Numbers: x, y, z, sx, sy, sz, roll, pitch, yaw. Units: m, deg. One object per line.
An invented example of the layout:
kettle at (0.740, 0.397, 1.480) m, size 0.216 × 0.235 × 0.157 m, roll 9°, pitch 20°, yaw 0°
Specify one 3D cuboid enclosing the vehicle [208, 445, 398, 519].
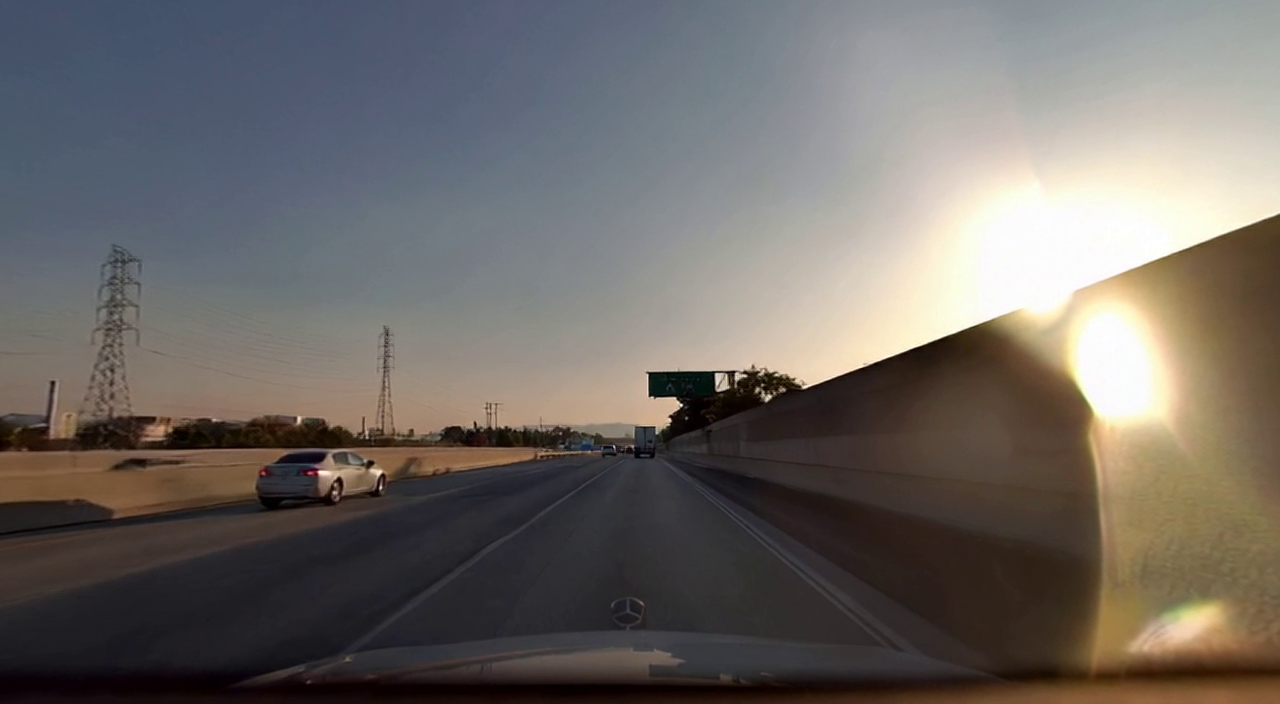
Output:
vehicle at (-7.712, 2.972, 15.079) m, size 1.979 × 1.470 × 4.485 m, roll 0°, pitch -8°, yaw 1°
